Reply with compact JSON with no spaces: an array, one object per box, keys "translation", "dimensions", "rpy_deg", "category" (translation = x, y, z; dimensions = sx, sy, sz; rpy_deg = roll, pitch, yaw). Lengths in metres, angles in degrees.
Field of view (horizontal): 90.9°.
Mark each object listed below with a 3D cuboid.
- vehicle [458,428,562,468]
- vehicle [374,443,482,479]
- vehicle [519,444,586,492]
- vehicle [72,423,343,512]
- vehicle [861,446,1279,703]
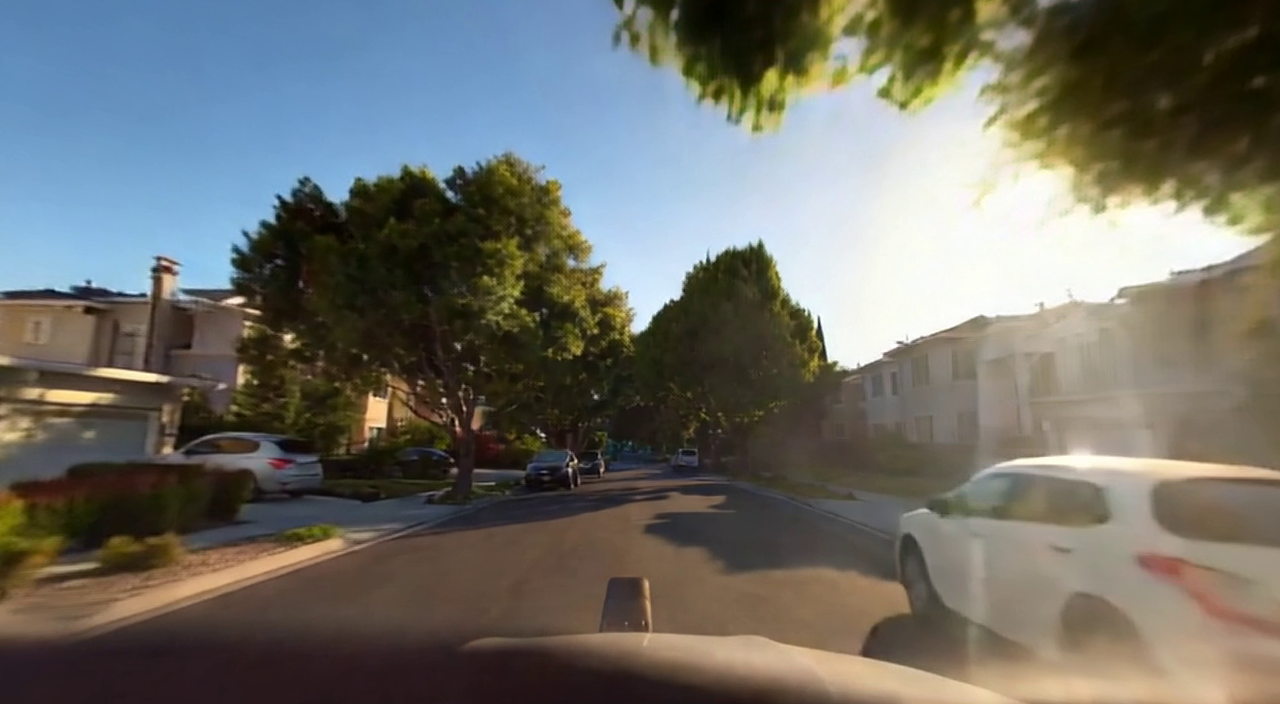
[{"translation":[-9.280,6.952,45.659],"dimensions":[6.780,2.770,2.970],"rpy_deg":[0,-9,2],"category":"vehicle"},{"translation":[-10.101,5.208,30.271],"dimensions":[4.414,1.658,1.988],"rpy_deg":[0,-9,0],"category":"vehicle"},{"translation":[-3.306,4.506,24.607],"dimensions":[1.974,1.664,4.539],"rpy_deg":[0,-10,0],"category":"vehicle"},{"translation":[-9.230,2.465,13.727],"dimensions":[4.480,1.740,1.988],"rpy_deg":[-1,-9,5],"category":"vehicle"},{"translation":[3.372,1.411,4.583],"dimensions":[1.996,1.409,4.446],"rpy_deg":[0,-9,1],"category":"vehicle"}]
